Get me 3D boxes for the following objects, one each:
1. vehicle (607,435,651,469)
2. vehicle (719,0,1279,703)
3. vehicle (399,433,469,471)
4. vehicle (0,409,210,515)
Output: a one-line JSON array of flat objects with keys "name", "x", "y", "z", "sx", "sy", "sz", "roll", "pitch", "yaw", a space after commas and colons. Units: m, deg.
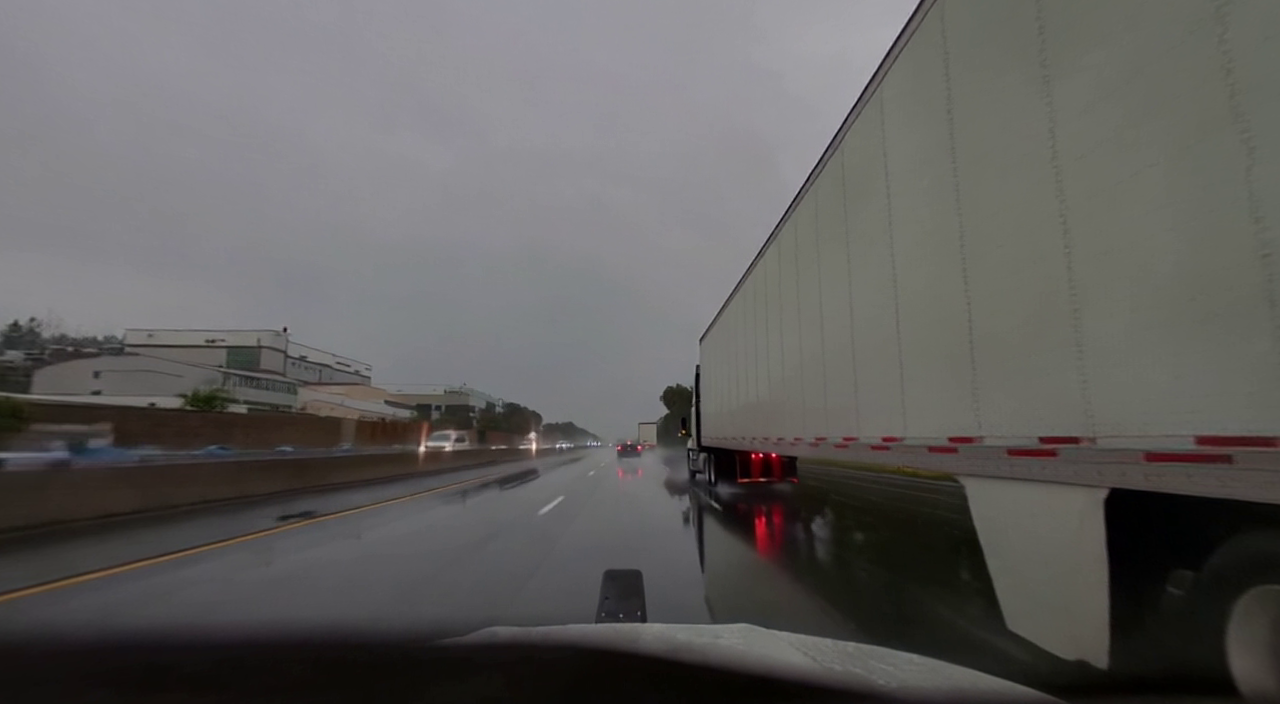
[{"name": "vehicle", "x": -0.594, "y": 5.316, "z": 33.696, "sx": 2.191, "sy": 1.685, "sz": 4.015, "roll": 0, "pitch": -9, "yaw": -1}, {"name": "vehicle", "x": 3.381, "y": 0.125, "z": 6.310, "sx": 2.996, "sy": 4.123, "sz": 15.965, "roll": 0, "pitch": -9, "yaw": 0}, {"name": "vehicle", "x": -10.241, "y": 5.000, "z": 31.805, "sx": 2.107, "sy": 1.758, "sz": 4.496, "roll": 0, "pitch": -9, "yaw": -2}, {"name": "vehicle", "x": -13.948, "y": 2.697, "z": 15.888, "sx": 2.213, "sy": 2.161, "sz": 5.648, "roll": 0, "pitch": -9, "yaw": 0}]
